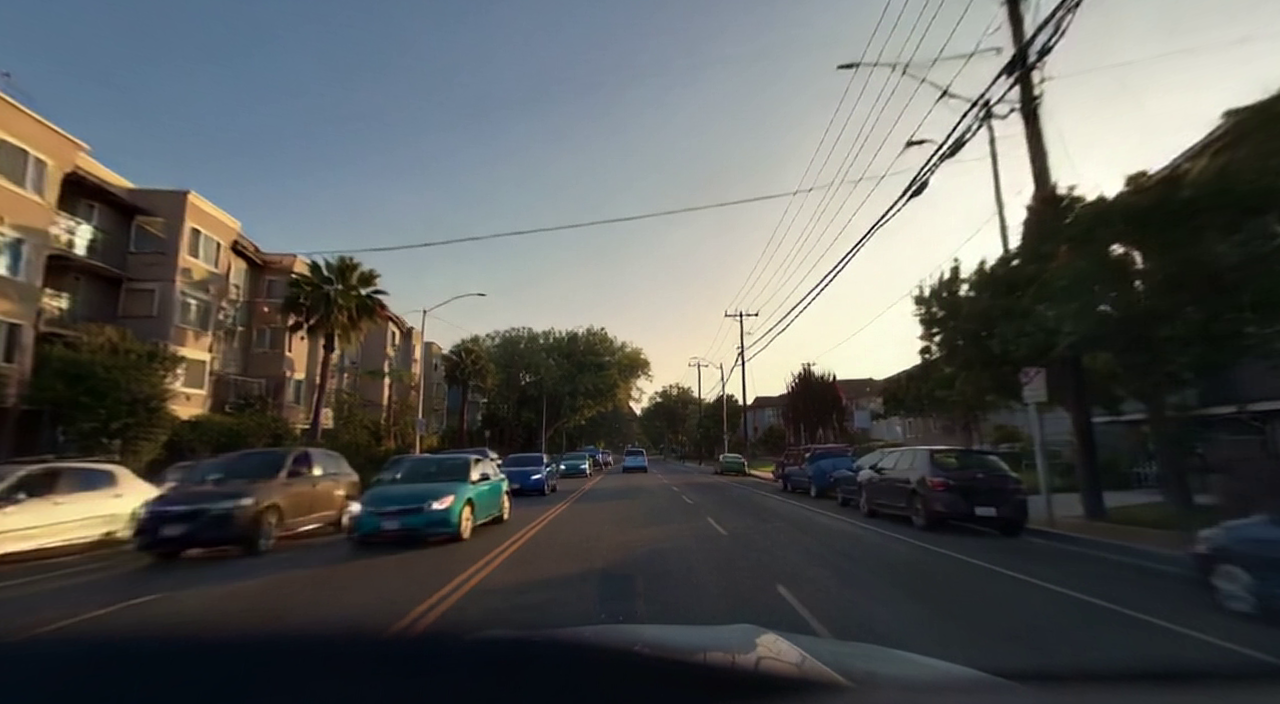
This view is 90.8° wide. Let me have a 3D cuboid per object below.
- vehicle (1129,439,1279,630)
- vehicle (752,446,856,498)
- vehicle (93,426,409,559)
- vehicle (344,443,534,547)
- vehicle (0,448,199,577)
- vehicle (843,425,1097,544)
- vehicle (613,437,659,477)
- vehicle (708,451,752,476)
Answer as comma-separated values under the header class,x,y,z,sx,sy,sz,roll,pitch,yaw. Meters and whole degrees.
class,x,y,z,sx,sy,sz,roll,pitch,yaw
vehicle,6.223,1.389,4.459,1.964,1.550,4.424,0,-8,0
vehicle,6.098,4.529,24.477,2.350,1.706,5.901,0,-8,-1
vehicle,-6.348,2.325,11.333,2.451,1.823,4.900,0,-8,1
vehicle,-3.310,2.415,11.457,1.972,1.498,4.304,0,-8,1
vehicle,-9.453,2.342,9.812,1.950,1.668,4.552,0,-8,-1
vehicle,6.163,2.513,12.775,2.211,1.884,5.031,0,-8,-3
vehicle,-0.158,5.551,33.901,2.308,1.940,4.125,-1,-7,1
vehicle,5.796,7.214,41.126,1.943,1.490,4.783,0,-8,-3
